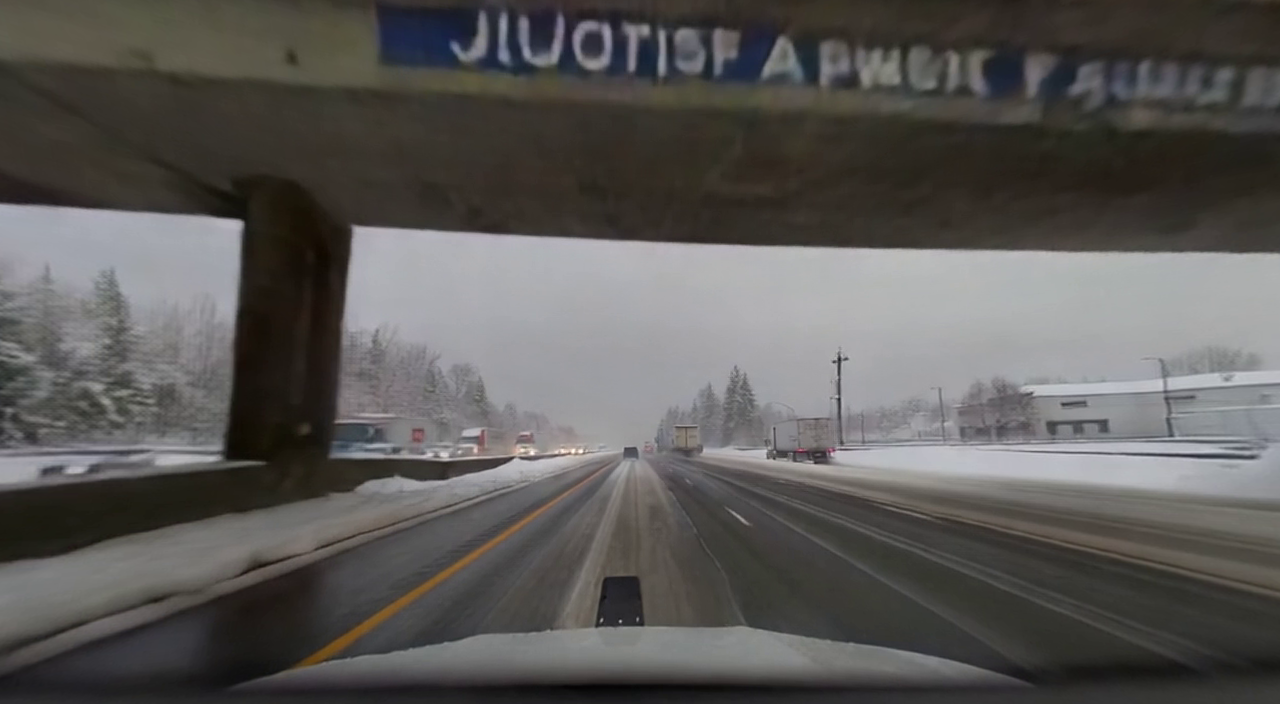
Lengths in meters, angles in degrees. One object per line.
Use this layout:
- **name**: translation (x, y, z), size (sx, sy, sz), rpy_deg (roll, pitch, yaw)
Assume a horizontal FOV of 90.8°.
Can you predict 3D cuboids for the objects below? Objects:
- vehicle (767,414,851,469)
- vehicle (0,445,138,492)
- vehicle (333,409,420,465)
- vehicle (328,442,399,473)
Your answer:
- **vehicle**: translation (11.173, 6.130, 43.036), size (2.912, 3.293, 9.588), rpy_deg (0, -9, -1)
- **vehicle**: translation (-20.263, 3.992, 22.043), size (1.903, 1.445, 4.386), rpy_deg (0, -9, -1)
- **vehicle**: translation (-17.327, 5.711, 42.111), size (3.008, 3.447, 6.441), rpy_deg (0, -9, -1)
- **vehicle**: translation (-13.736, 5.264, 31.618), size (1.790, 1.428, 3.725), rpy_deg (0, -9, 1)
